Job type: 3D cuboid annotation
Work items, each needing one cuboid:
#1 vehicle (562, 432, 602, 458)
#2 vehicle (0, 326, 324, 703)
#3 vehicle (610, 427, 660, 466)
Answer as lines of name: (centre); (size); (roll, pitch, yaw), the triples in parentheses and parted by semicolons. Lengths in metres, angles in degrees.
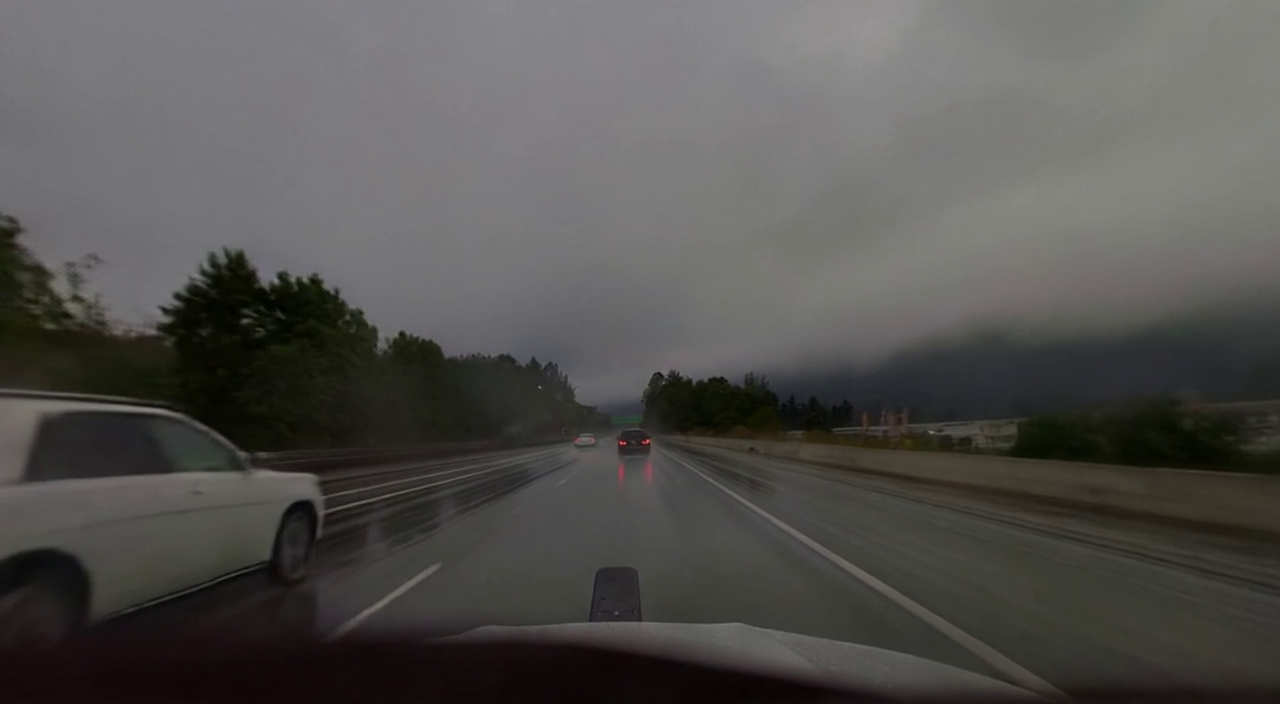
vehicle: (-3.560, 5.794, 39.438); (2.030, 1.491, 4.046); (0, -8, 1)
vehicle: (-3.813, 0.806, 2.901); (2.251, 1.749, 4.820); (0, -8, -1)
vehicle: (-0.209, 4.334, 29.180); (2.134, 1.654, 4.174); (0, -8, 0)
